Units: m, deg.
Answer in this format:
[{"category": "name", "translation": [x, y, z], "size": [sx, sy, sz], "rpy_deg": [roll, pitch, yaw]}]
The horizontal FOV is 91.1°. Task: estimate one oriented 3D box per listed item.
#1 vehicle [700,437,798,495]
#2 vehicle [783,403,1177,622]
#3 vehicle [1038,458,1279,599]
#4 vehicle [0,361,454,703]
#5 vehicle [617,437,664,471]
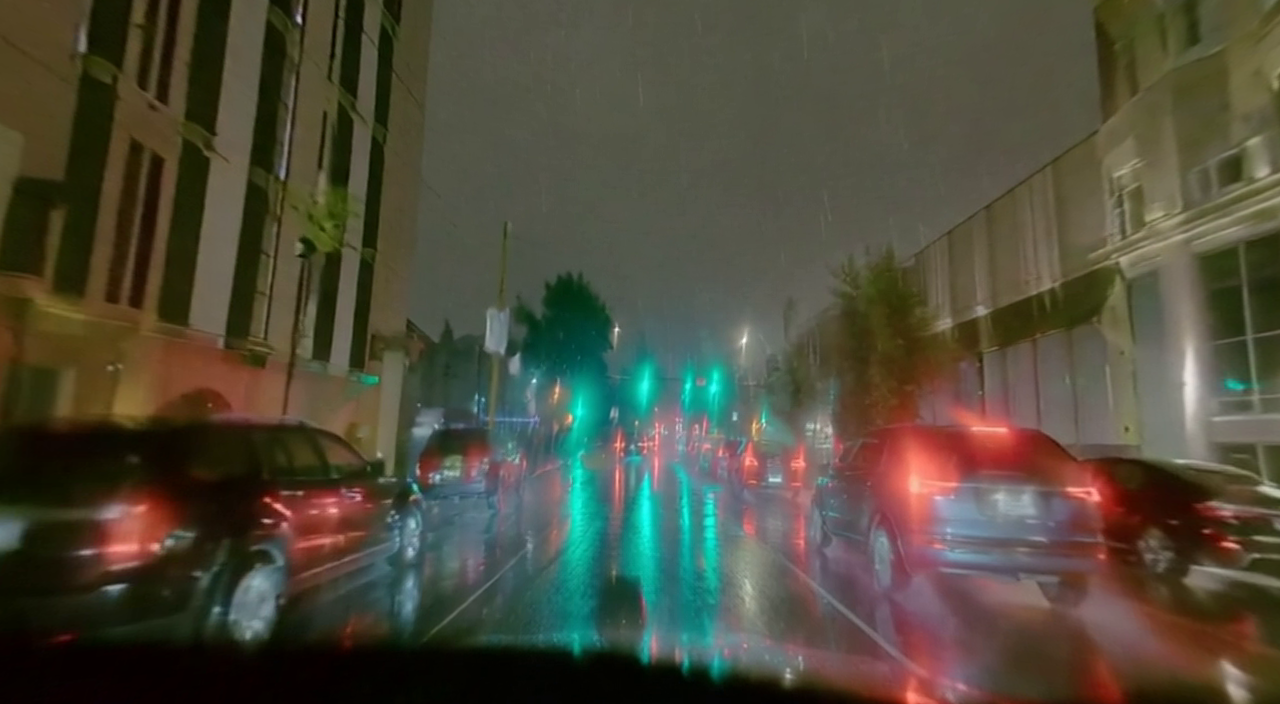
[{"category": "vehicle", "translation": [3.004, 3.244, 18.315], "size": [1.966, 1.475, 4.528], "rpy_deg": [0, -8, -1]}, {"category": "vehicle", "translation": [3.204, 1.594, 7.288], "size": [2.002, 1.707, 4.547], "rpy_deg": [0, -8, 0]}, {"category": "vehicle", "translation": [8.769, 2.616, 10.167], "size": [1.893, 1.663, 4.257], "rpy_deg": [0, -8, 1]}, {"category": "vehicle", "translation": [-3.307, 1.227, 5.191], "size": [2.128, 1.725, 4.471], "rpy_deg": [0, -8, 0]}, {"category": "vehicle", "translation": [0.047, 4.630, 28.695], "size": [2.007, 1.460, 3.923], "rpy_deg": [0, -8, 1]}]
